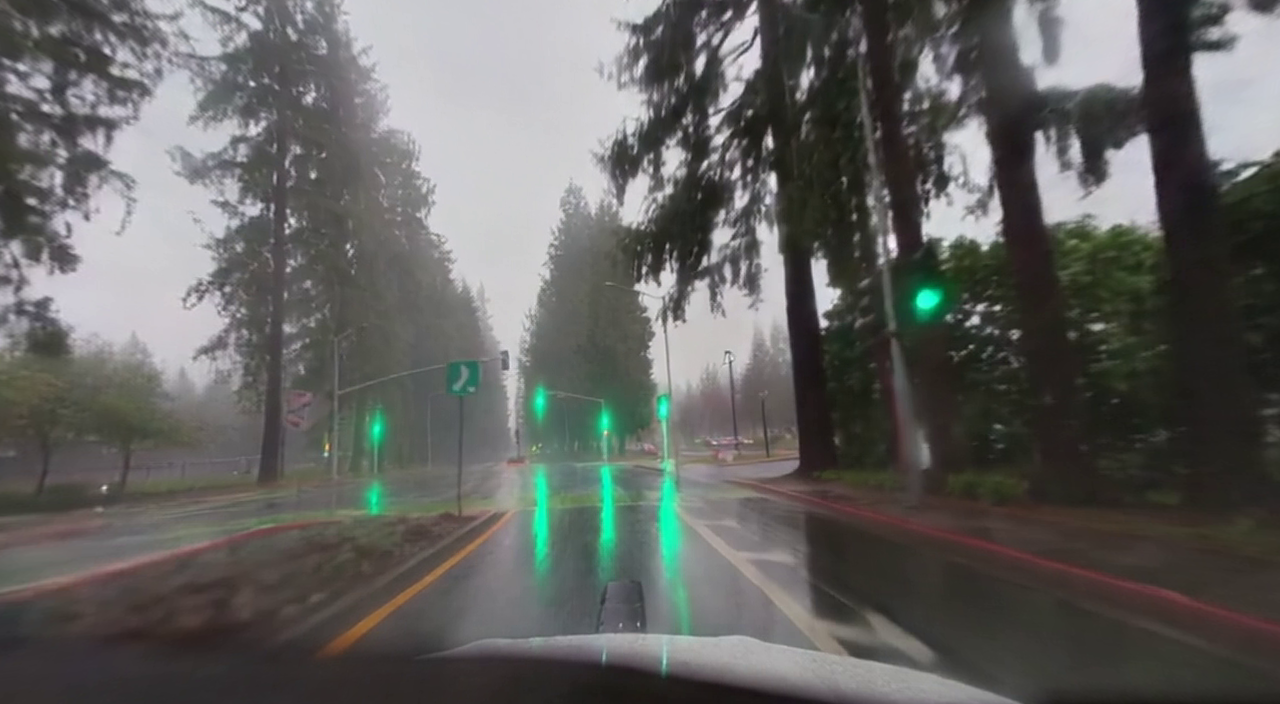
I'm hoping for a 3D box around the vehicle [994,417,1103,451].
[{"bbox_3d":[19.252,3.904,30.012,1.908,1.467,4.117,3,-8,-12],"label":"vehicle"}]
